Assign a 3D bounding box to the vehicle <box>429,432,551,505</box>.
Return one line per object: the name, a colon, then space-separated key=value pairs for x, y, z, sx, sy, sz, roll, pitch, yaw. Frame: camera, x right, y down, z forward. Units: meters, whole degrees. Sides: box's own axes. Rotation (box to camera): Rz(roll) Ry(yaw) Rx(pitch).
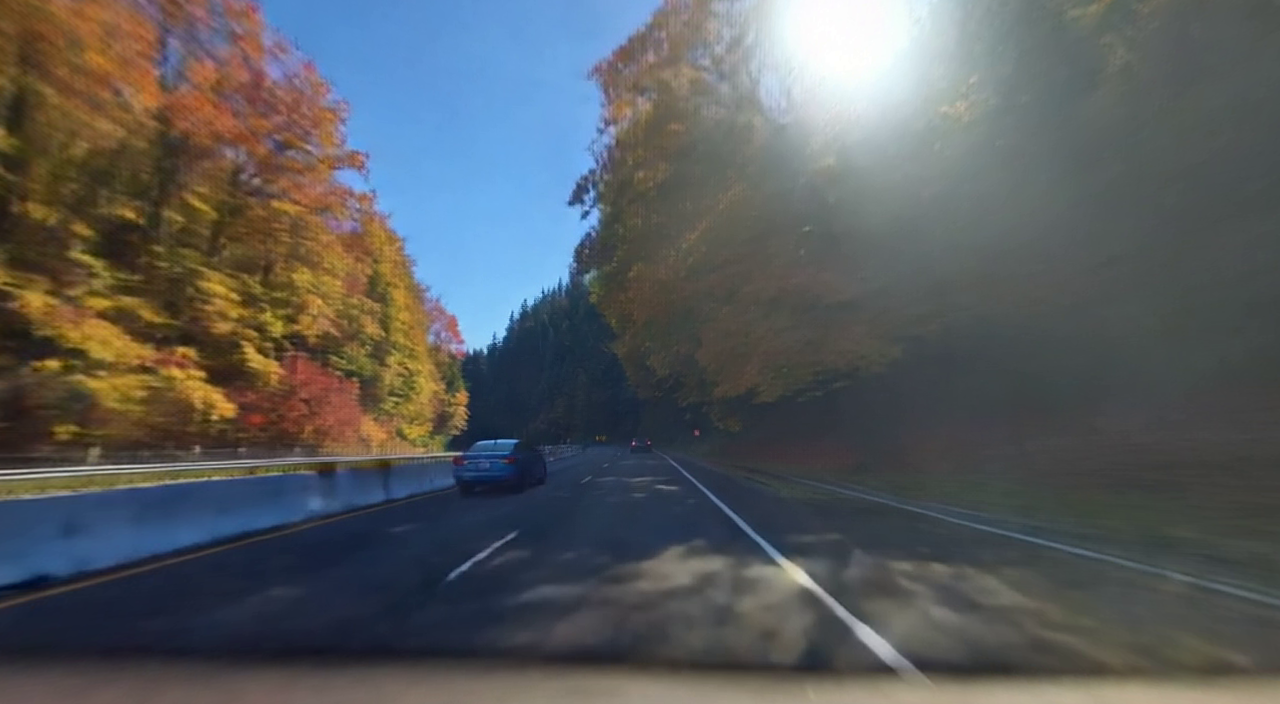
vehicle: x=-3.447 y=2.740 z=15.288 sx=1.902 sy=1.505 sz=4.016 roll=0 pitch=-8 yaw=1
